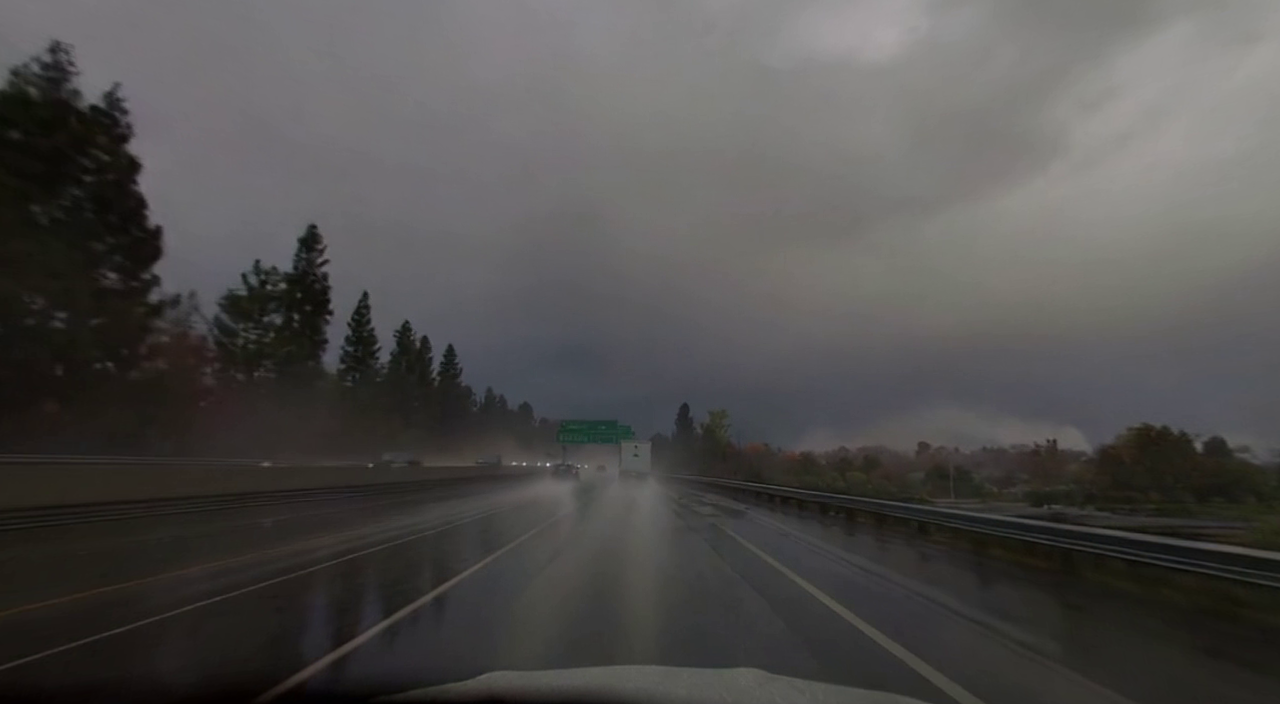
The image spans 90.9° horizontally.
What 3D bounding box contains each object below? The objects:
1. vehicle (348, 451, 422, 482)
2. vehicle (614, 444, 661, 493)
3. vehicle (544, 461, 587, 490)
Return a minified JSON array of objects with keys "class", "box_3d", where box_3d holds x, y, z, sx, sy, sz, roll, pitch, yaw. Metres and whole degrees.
[{"class":"vehicle","box_3d":[-13.793,6.256,34.427,2.174,1.523,4.558,1,-11,-1]},{"class":"vehicle","box_3d":[-0.180,6.747,36.435,2.482,2.549,5.447,1,-11,-1]},{"class":"vehicle","box_3d":[-4.430,7.411,37.883,2.100,1.605,3.883,1,-11,0]}]
